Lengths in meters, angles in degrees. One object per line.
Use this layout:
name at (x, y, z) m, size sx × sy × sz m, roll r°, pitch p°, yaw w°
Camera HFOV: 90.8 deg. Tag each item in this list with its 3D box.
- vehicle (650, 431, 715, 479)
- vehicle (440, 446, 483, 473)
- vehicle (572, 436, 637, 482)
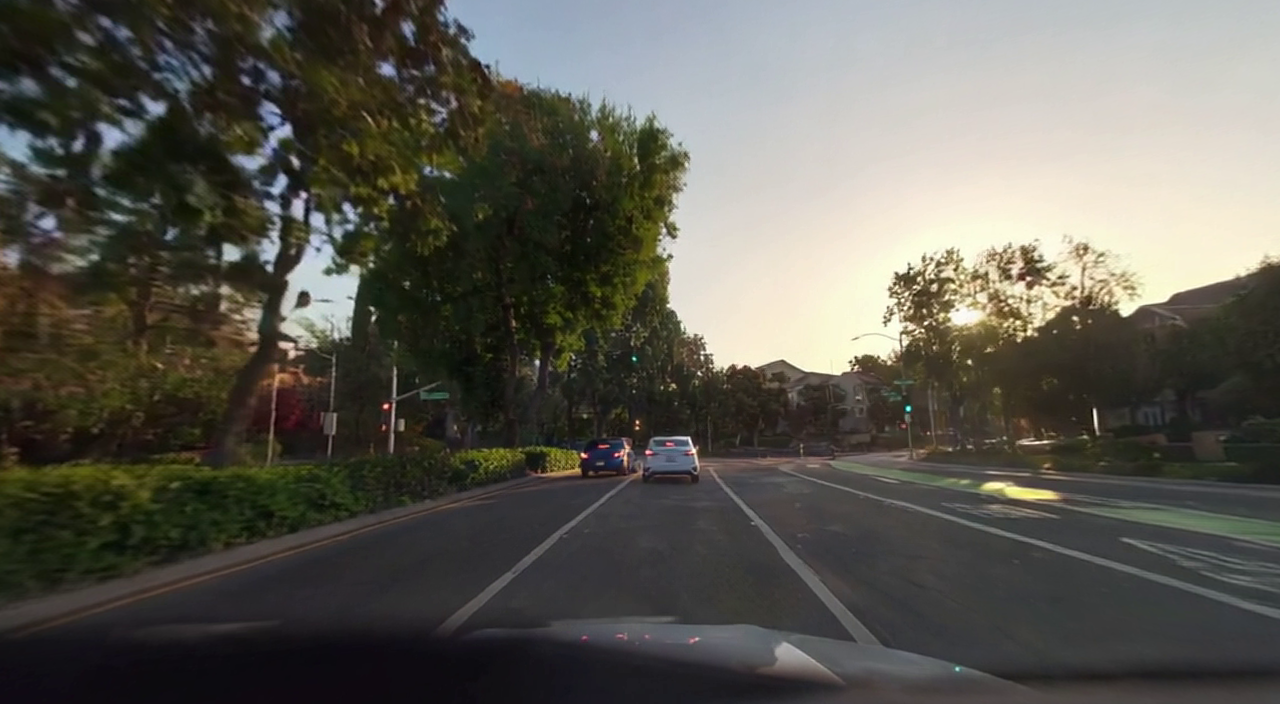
vehicle at (1.606, 3.983, 24.655) m, size 2.286 × 1.701 × 4.395 m, roll 0°, pitch -8°, yaw 2°
vehicle at (-12.403, 7.395, 43.766) m, size 2.005 × 1.702 × 4.697 m, roll 3°, pitch -9°, yaw -26°
vehicle at (-1.182, 3.835, 22.908) m, size 1.923 × 1.498 × 3.887 m, roll -1°, pitch -8°, yaw 3°
